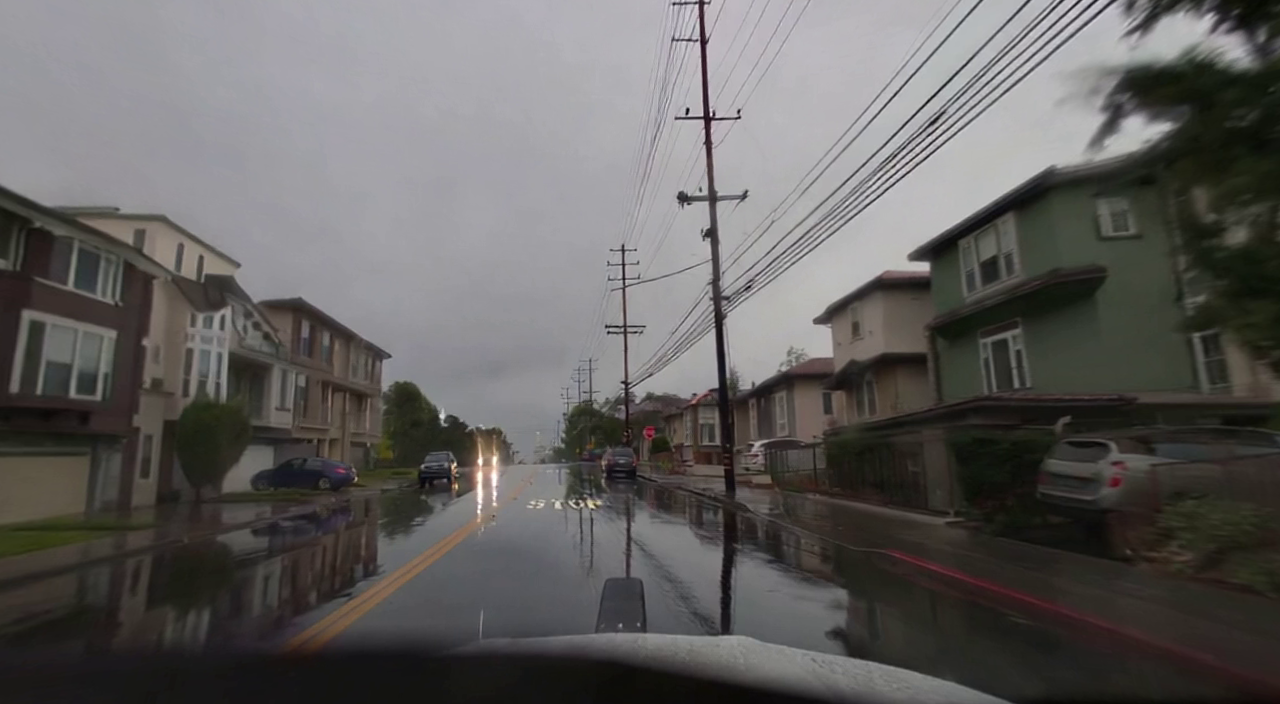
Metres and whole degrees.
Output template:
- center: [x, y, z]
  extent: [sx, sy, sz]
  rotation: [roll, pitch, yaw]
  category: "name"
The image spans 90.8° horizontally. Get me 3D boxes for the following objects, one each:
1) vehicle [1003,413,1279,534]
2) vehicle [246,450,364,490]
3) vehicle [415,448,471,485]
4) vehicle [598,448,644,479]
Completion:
- center: [7.774, 1.717, 9.196]
  extent: [3.825, 1.547, 1.829]
  rotation: [0, -9, -2]
  category: "vehicle"
- center: [-15.285, 5.386, 29.030]
  extent: [4.266, 1.674, 1.933]
  rotation: [1, -9, -7]
  category: "vehicle"
- center: [-11.137, 6.462, 36.023]
  extent: [2.156, 1.728, 4.619]
  rotation: [-1, -7, -6]
  category: "vehicle"
- center: [-1.121, 6.031, 34.505]
  extent: [2.080, 1.531, 4.415]
  rotation: [1, -9, -7]
  category: "vehicle"
